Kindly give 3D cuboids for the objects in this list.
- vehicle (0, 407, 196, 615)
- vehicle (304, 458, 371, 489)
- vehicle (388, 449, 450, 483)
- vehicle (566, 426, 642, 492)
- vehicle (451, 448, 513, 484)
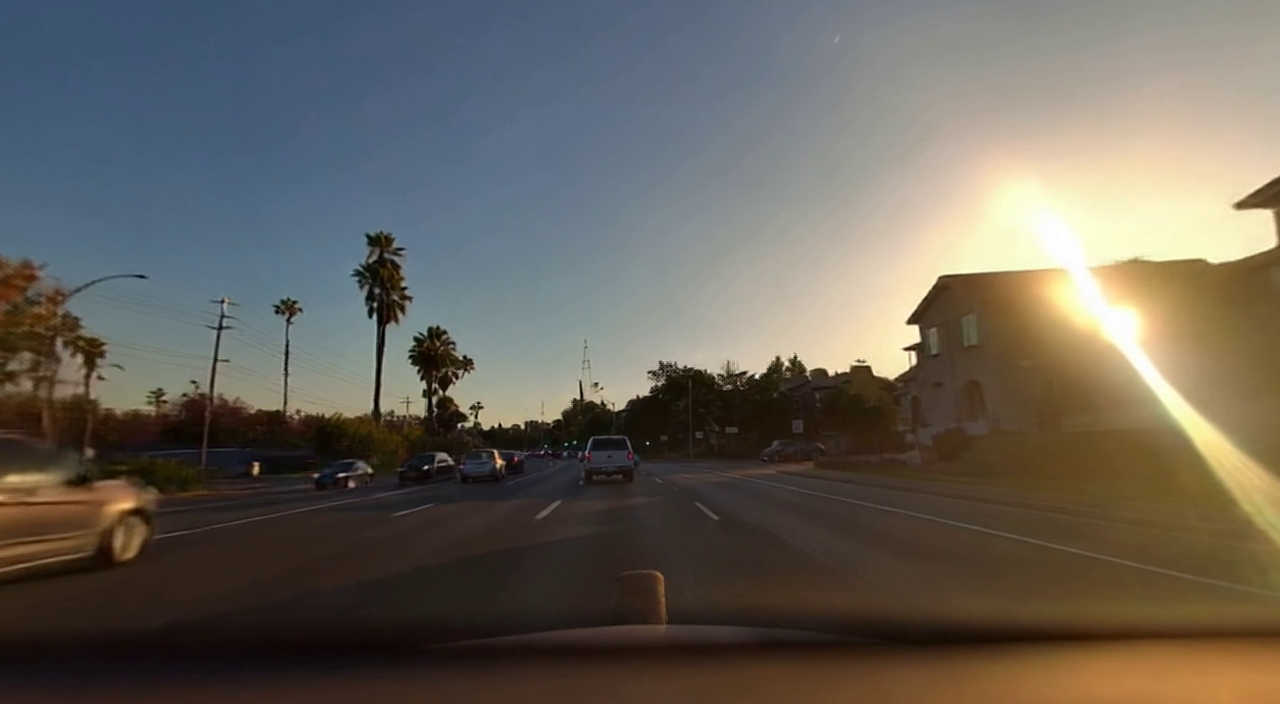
[{"bbox_3d":[-6.354,1.281,5.010,2.235,1.682,4.662,0,-9,-1],"label":"vehicle"},{"bbox_3d":[-16.501,6.609,34.447,1.971,1.518,3.772,1,-9,-3],"label":"vehicle"},{"bbox_3d":[-13.260,6.811,37.932,2.213,1.857,4.830,1,-9,-3],"label":"vehicle"},{"bbox_3d":[-1.506,4.037,23.943,2.507,2.161,6.049,1,-9,-6],"label":"vehicle"},{"bbox_3d":[-7.515,5.444,30.311,2.016,1.576,4.215,0,-9,-2],"label":"vehicle"}]
